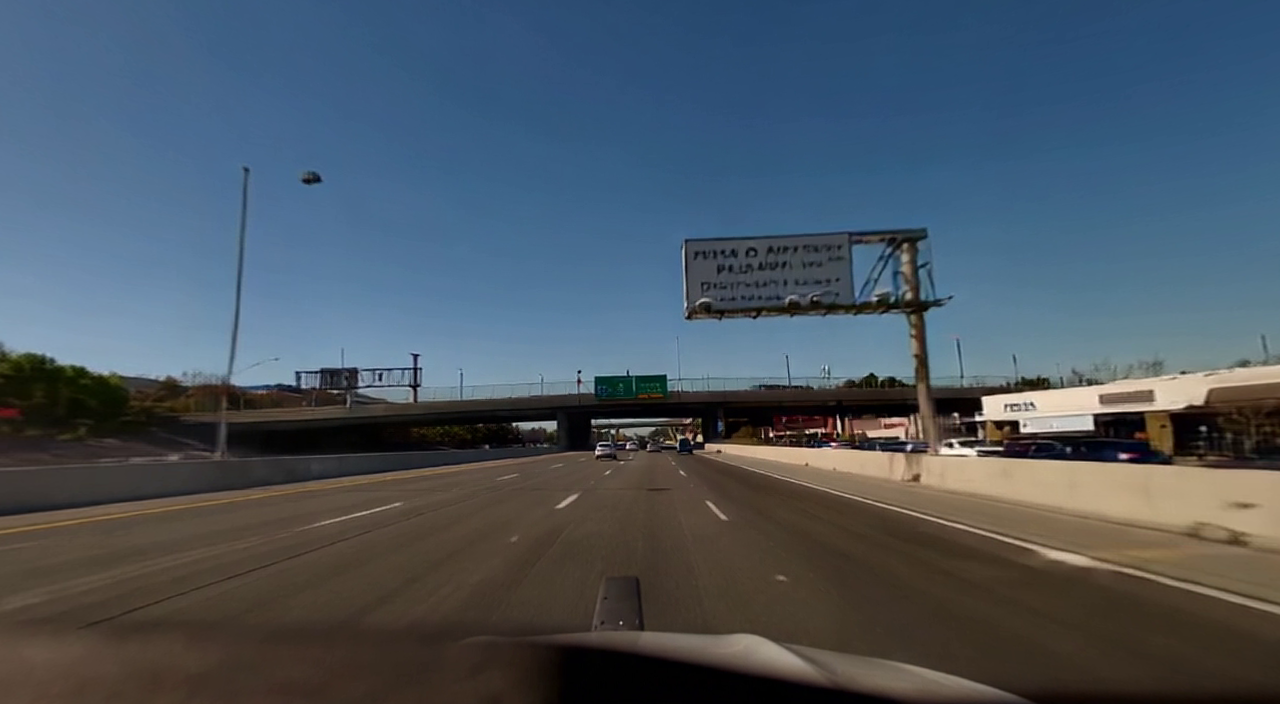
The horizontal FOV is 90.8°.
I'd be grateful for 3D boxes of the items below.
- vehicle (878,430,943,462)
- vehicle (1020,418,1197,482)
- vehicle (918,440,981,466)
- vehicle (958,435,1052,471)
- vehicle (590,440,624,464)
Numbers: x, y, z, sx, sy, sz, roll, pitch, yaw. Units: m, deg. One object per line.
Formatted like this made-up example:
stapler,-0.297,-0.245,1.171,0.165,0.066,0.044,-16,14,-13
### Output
vehicle,18.530,6.495,43.580,2.229,2.050,5.602,-1,-8,3
vehicle,17.837,3.782,24.629,2.367,2.187,5.862,0,-8,0
vehicle,18.425,6.043,37.855,1.712,1.448,4.346,-1,-8,3
vehicle,18.160,5.056,31.774,1.889,1.648,5.173,-1,-8,3
vehicle,-2.168,6.745,42.867,1.982,1.516,4.327,0,-8,1
